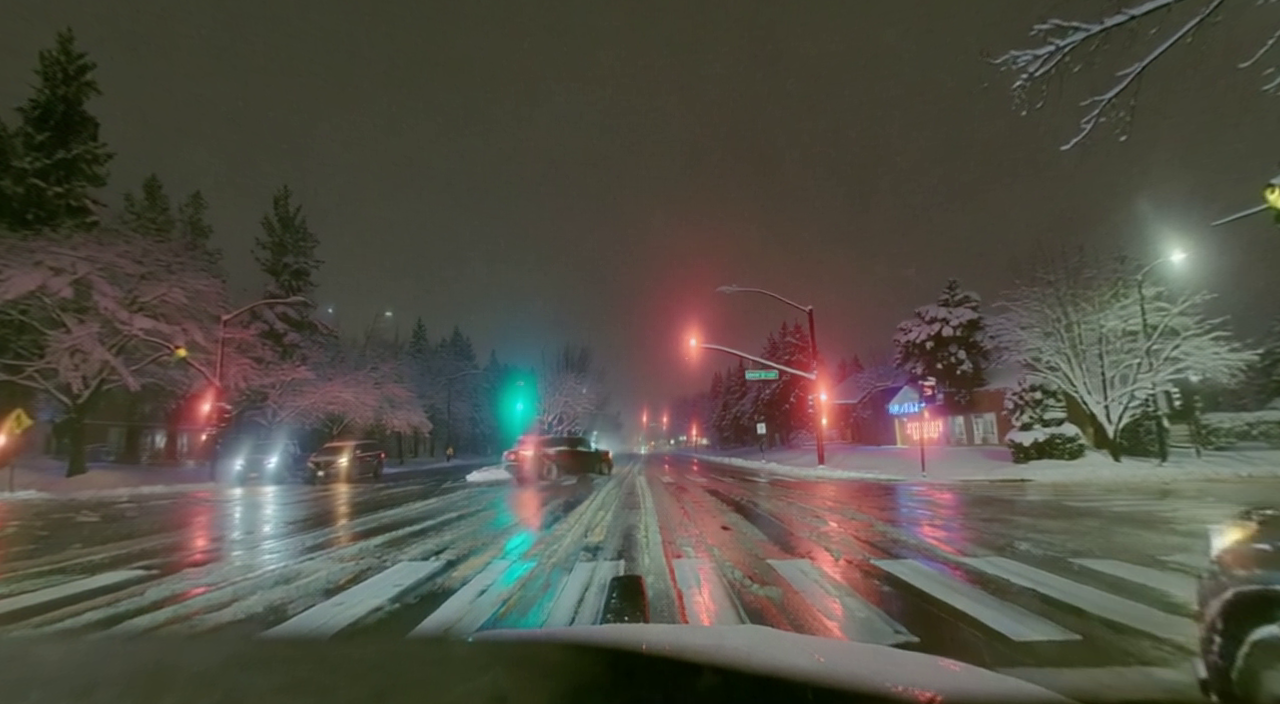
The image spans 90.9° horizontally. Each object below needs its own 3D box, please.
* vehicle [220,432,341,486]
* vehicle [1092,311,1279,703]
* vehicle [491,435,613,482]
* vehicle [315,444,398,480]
[{"bbox_3d":[-18.625,5.546,33.123,2.557,2.580,5.856,-1,-8,4],"label":"vehicle"},{"bbox_3d":[3.600,0.554,1.205,2.301,1.767,4.289,0,-8,1],"label":"vehicle"},{"bbox_3d":[-3.355,4.153,24.978,2.153,1.658,4.569,-7,-10,37],"label":"vehicle"},{"bbox_3d":[-14.869,5.751,33.372,2.169,1.753,4.640,0,-8,1],"label":"vehicle"}]
